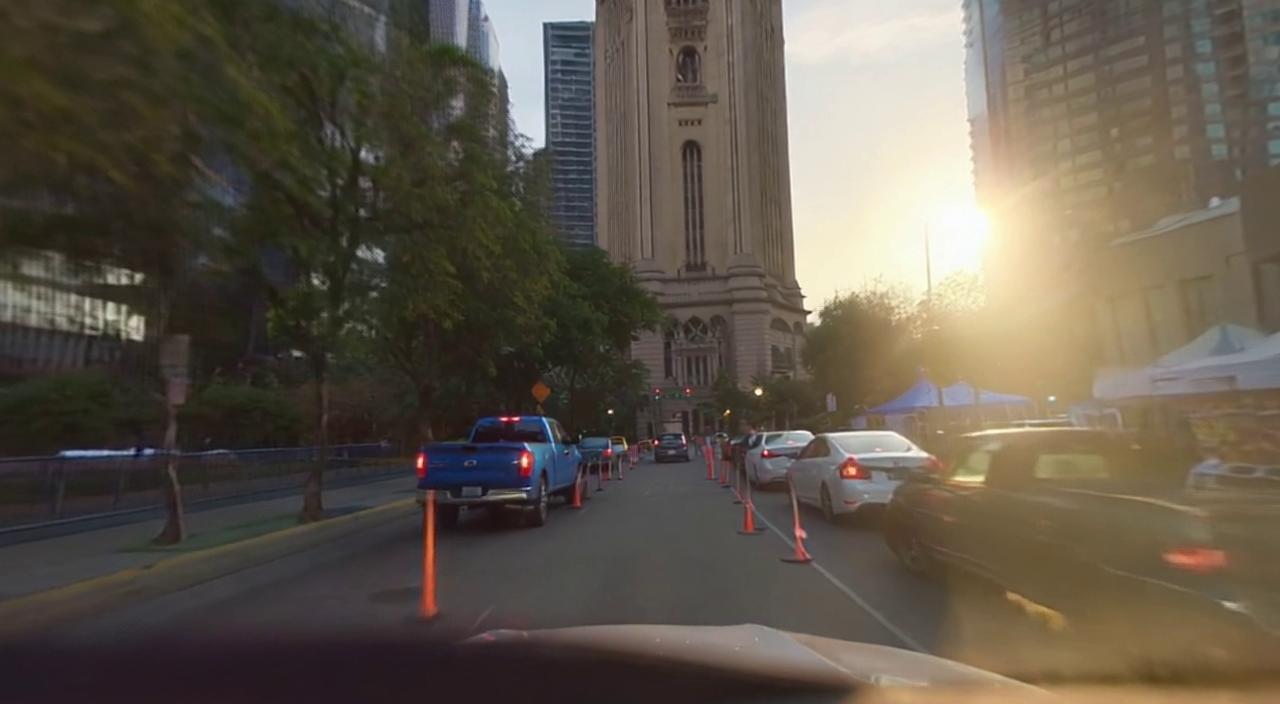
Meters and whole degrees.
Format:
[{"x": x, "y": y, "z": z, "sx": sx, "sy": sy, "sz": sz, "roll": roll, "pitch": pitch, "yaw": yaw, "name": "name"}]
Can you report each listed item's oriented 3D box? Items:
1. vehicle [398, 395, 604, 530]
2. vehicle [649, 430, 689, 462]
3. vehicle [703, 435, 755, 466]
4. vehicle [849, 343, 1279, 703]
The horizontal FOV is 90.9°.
[{"x": -2.201, "y": 2.041, "z": 12.126, "sx": 2.452, "sy": 1.954, "sz": 5.653, "roll": -1, "pitch": -8, "yaw": 2, "name": "vehicle"}, {"x": 1.707, "y": 5.615, "z": 37.693, "sx": 2.183, "sy": 1.784, "sz": 4.317, "roll": -1, "pitch": -8, "yaw": 2, "name": "vehicle"}, {"x": 4.545, "y": 5.109, "z": 33.035, "sx": 2.021, "sy": 1.506, "sz": 4.643, "roll": 0, "pitch": -7, "yaw": 0, "name": "vehicle"}, {"x": 3.293, "y": 1.112, "z": 4.869, "sx": 1.923, "sy": 1.708, "sz": 4.239, "roll": 0, "pitch": -8, "yaw": 1, "name": "vehicle"}]
